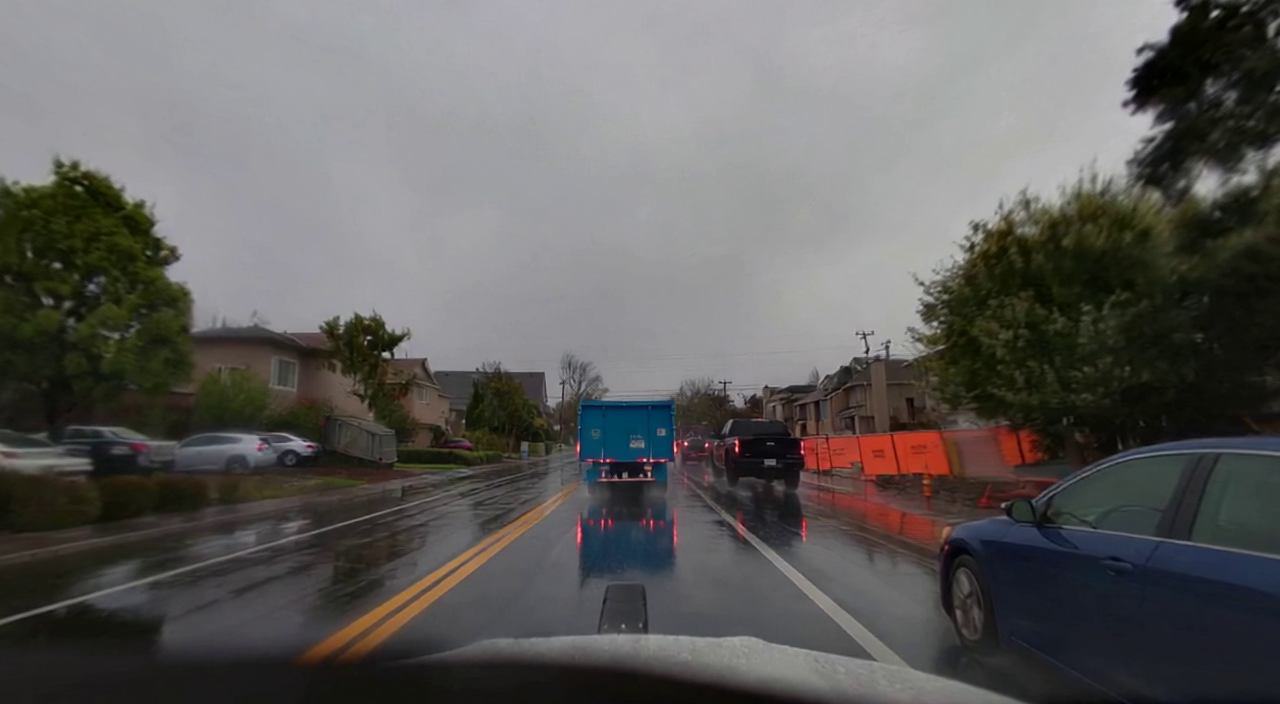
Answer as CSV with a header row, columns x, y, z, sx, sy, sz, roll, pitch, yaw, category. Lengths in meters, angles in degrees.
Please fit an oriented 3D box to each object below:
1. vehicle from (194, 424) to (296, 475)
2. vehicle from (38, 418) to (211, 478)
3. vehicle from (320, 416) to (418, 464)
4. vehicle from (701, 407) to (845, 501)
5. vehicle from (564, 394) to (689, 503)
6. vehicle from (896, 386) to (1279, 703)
x,y,z,sx,sy,sz,roll,pitch,yaw,category
-14.943,3.709,24.043,2.010,1.721,4.499,2,-9,-16,vehicle
-16.870,3.155,20.666,4.184,1.831,1.940,-1,-9,8,vehicle
-13.397,4.442,31.537,2.475,2.157,5.567,0,-8,-1,vehicle
3.112,2.593,16.243,2.486,1.993,5.667,0,-8,0,vehicle
-0.228,2.609,17.291,2.751,2.361,6.347,2,-8,2,vehicle
3.000,0.953,2.573,2.010,1.499,4.481,0,-8,0,vehicle
